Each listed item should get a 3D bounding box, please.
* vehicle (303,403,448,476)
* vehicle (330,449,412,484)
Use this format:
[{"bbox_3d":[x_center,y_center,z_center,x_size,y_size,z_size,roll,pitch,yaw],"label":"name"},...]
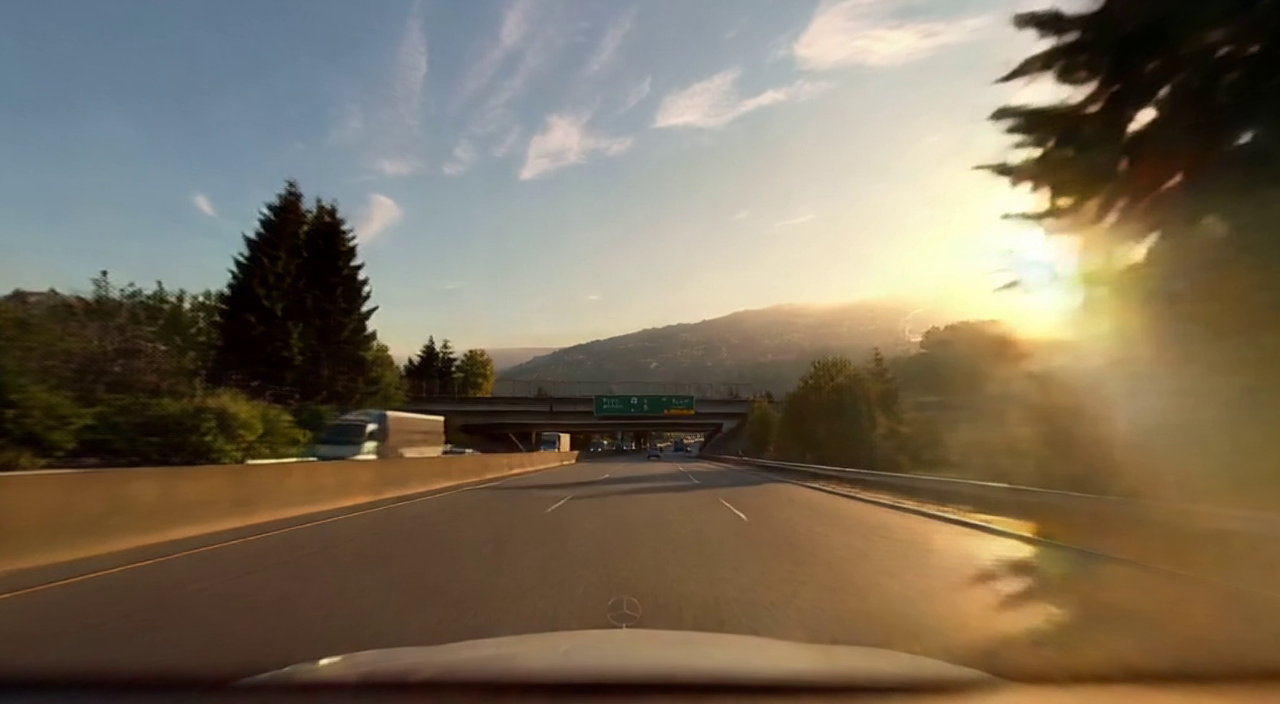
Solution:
[{"bbox_3d":[-16.684,5.869,41.740,2.886,3.974,14.639,0,-9,2],"label":"vehicle"},{"bbox_3d":[-12.488,5.301,29.574,1.800,1.470,4.577,0,-9,1],"label":"vehicle"}]
